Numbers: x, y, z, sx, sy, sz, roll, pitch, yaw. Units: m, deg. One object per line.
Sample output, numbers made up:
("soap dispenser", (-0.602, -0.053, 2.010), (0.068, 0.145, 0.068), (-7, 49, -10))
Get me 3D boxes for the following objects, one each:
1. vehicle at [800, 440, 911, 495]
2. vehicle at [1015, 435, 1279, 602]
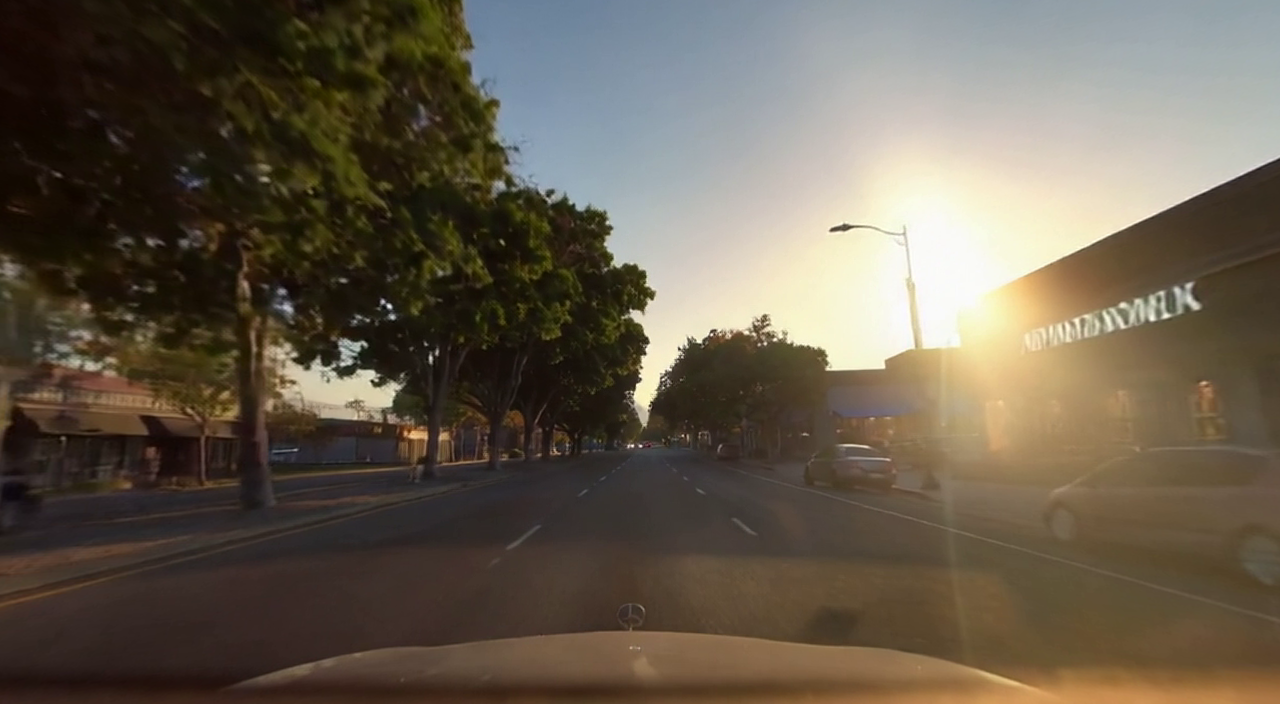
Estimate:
("vehicle", (6.695, 3.606, 20.173), (1.923, 1.498, 4.676), (0, -8, 0))
("vehicle", (6.684, 1.663, 6.833), (2.119, 1.458, 4.965), (1, -8, -1))
